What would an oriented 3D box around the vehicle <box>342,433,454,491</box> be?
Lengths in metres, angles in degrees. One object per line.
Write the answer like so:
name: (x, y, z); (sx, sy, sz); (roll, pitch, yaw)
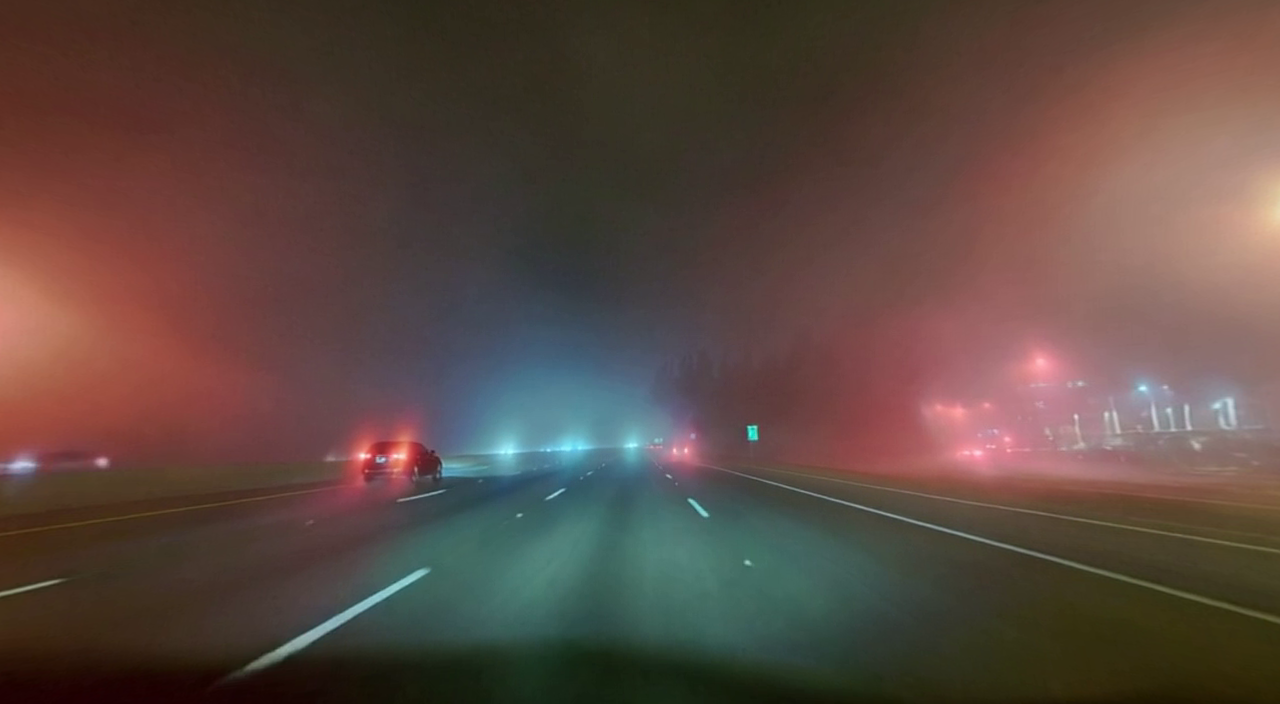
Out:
vehicle: (-8.041, 3.684, 21.480); (2.089, 1.724, 4.327); (0, -9, 0)
